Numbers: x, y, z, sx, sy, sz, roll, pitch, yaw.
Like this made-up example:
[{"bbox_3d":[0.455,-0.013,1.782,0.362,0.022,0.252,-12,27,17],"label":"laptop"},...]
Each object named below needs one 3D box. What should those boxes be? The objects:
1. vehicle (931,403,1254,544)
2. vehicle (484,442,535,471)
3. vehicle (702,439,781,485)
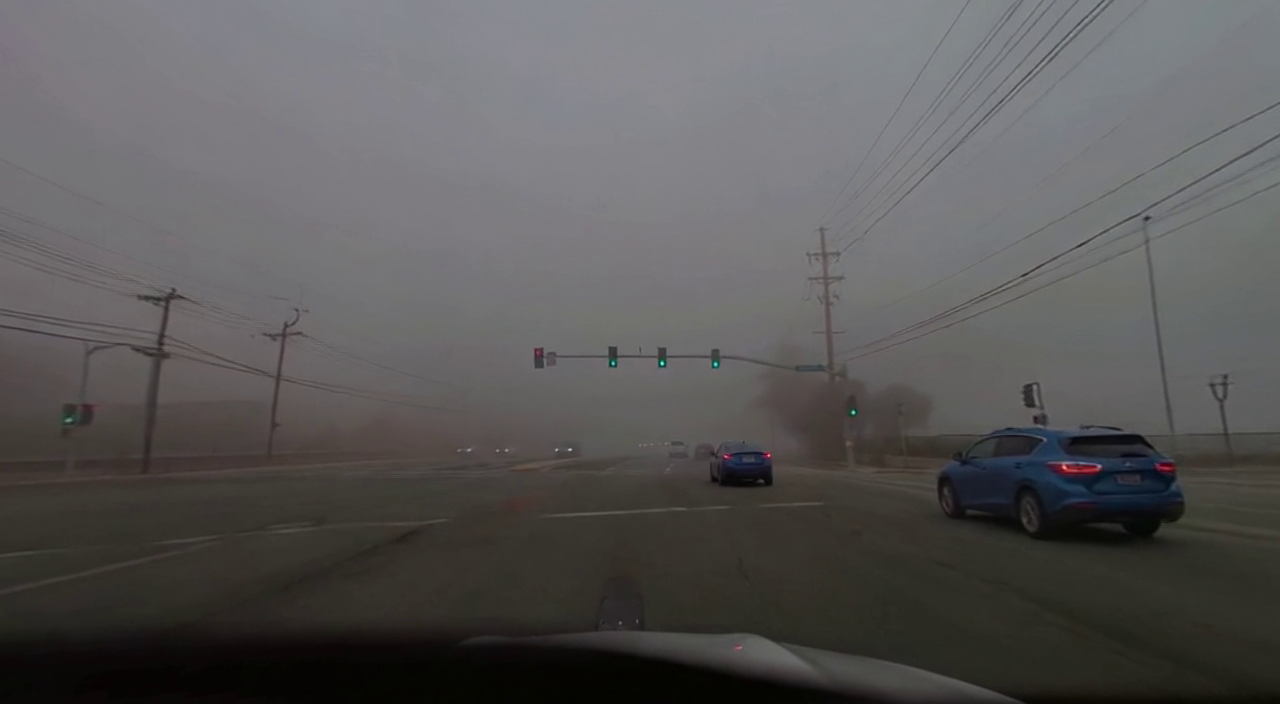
[{"bbox_3d":[6.886,1.886,10.424,2.029,1.795,4.371,0,-8,0],"label":"vehicle"},{"bbox_3d":[-8.023,6.480,39.342,1.933,1.502,4.946,-3,-7,2],"label":"vehicle"},{"bbox_3d":[3.428,3.802,22.224,2.035,1.460,4.392,0,-8,0],"label":"vehicle"}]
